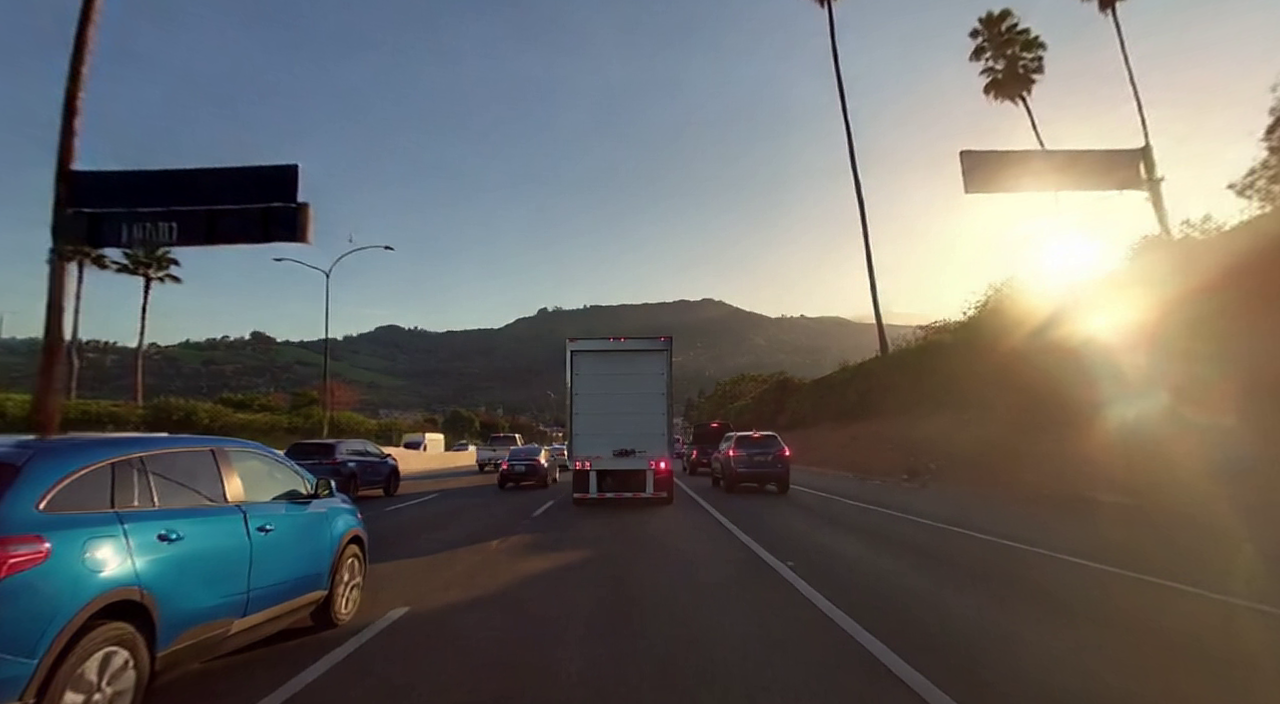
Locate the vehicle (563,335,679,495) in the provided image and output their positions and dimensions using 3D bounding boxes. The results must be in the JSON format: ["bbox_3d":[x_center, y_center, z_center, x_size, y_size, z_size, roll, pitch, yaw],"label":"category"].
[{"bbox_3d":[-0.446,2.372,21.404,2.906,4.040,10.743,0,-9,0],"label":"vehicle"}]

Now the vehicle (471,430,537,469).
[{"bbox_3d":[-7.315,5.362,34.711,2.344,1.954,5.579,0,-9,1],"label":"vehicle"}]

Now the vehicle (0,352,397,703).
[{"bbox_3d":[-3.225,1.090,3.857,1.885,1.654,4.103,0,-9,-1],"label":"vehicle"}]

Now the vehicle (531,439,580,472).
[{"bbox_3d":[-4.020,5.008,30.635,1.874,1.475,4.328,0,-9,-1],"label":"vehicle"}]

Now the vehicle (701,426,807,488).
[{"bbox_3d":[2.895,2.815,17.119,1.859,1.416,4.695,0,-9,-2],"label":"vehicle"}]
